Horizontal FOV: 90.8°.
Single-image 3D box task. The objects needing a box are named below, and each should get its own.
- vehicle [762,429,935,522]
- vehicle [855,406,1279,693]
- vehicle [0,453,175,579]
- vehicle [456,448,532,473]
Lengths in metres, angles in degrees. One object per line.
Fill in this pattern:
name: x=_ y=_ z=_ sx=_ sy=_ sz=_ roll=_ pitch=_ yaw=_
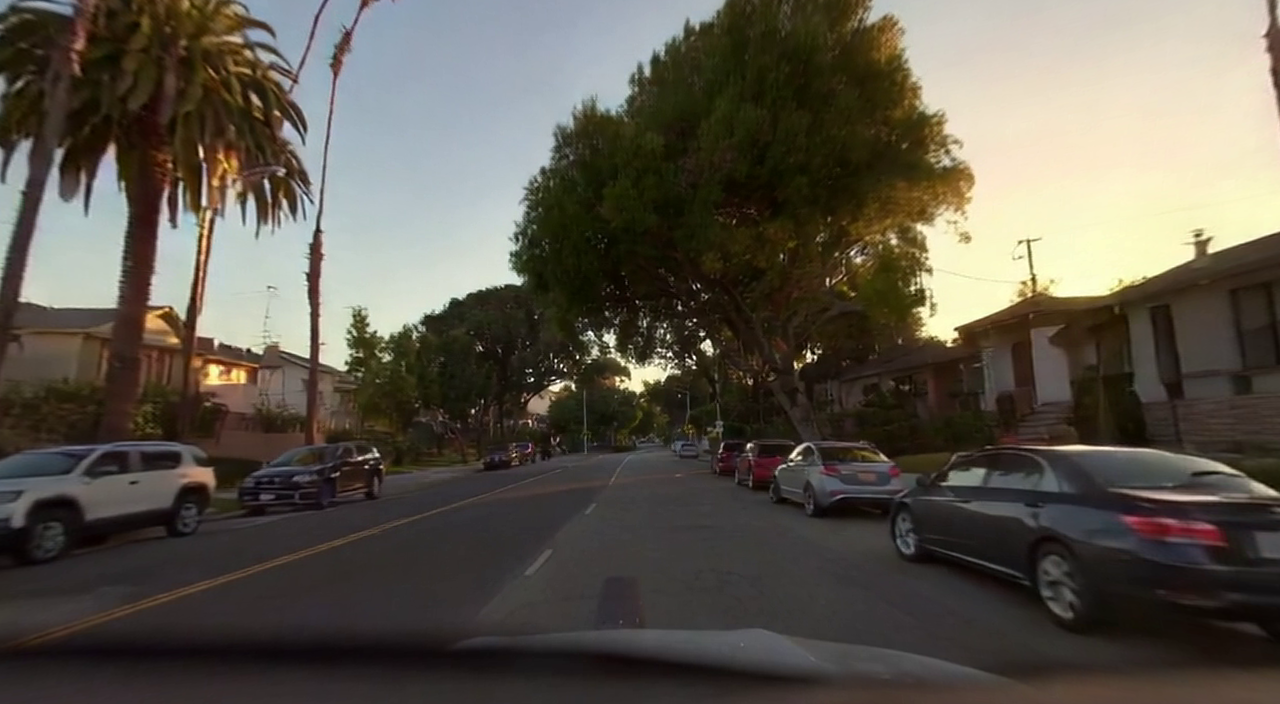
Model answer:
vehicle: x=3.928 y=2.397 z=12.844 sx=1.929 sy=1.543 sz=4.379 roll=0 pitch=-8 yaw=-1
vehicle: x=3.628 y=1.359 z=5.635 sx=1.819 sy=1.487 sz=4.537 roll=0 pitch=-8 yaw=0
vehicle: x=-8.864 y=2.126 z=8.384 sx=3.912 sy=1.488 sz=1.837 roll=3 pitch=-9 yaw=-23
vehicle: x=-9.246 y=6.824 z=39.899 sx=4.419 sy=1.486 sz=1.808 roll=3 pitch=-9 yaw=-21
